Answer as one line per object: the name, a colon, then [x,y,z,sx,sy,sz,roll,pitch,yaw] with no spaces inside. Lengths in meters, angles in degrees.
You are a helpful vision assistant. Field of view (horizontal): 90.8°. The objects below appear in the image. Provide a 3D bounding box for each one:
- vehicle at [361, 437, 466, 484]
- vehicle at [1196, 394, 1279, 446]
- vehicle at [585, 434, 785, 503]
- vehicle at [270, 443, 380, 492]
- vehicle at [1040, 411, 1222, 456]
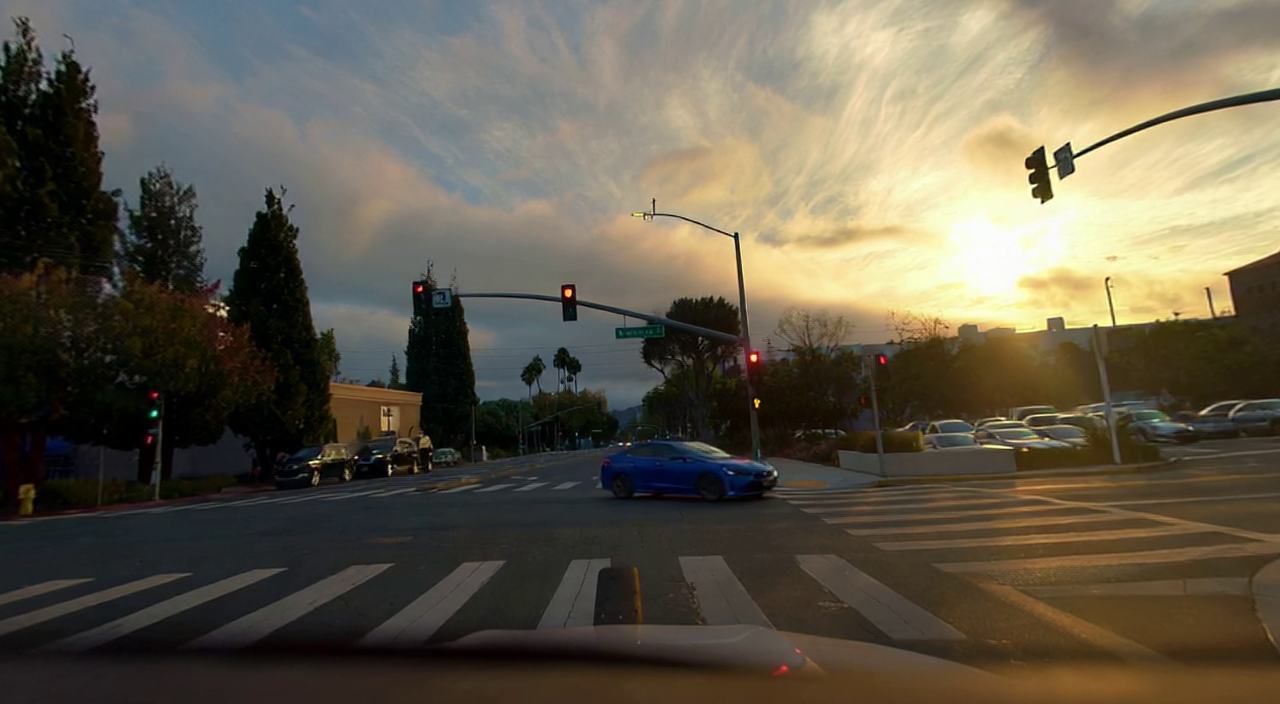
vehicle: [-10.145,4.919,28.979,2.664,1.940,5.702,0,-9,0]
vehicle: [24.603,2.784,24.998,2.098,1.857,4.861,-3,-9,20]
vehicle: [1.035,2.849,15.844,4.592,1.470,2.071,-7,-11,37]
vehicle: [-13.776,5.066,28.067,2.306,1.957,4.968,0,-9,-1]
vehicle: [16.946,2.905,22.116,4.560,1.453,1.851,-3,-9,18]
